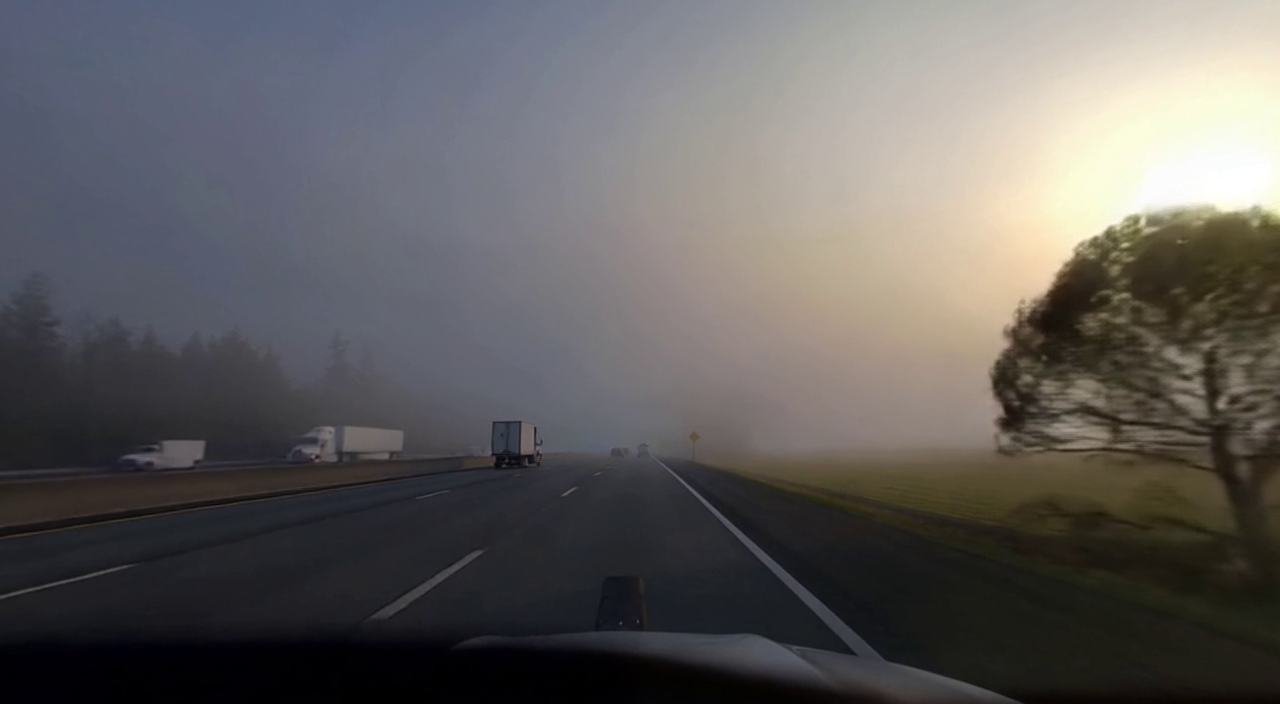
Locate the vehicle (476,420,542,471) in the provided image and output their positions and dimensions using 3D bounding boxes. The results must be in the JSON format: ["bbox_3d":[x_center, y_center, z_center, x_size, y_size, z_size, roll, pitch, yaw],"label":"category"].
[{"bbox_3d":[-7.423,5.450,36.515,2.444,2.685,5.893,0,-9,1],"label":"vehicle"}]

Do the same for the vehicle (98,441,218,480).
[{"bbox_3d":[-37.025,8.331,48.814,3.173,2.754,7.530,-1,-9,1],"label":"vehicle"}]
